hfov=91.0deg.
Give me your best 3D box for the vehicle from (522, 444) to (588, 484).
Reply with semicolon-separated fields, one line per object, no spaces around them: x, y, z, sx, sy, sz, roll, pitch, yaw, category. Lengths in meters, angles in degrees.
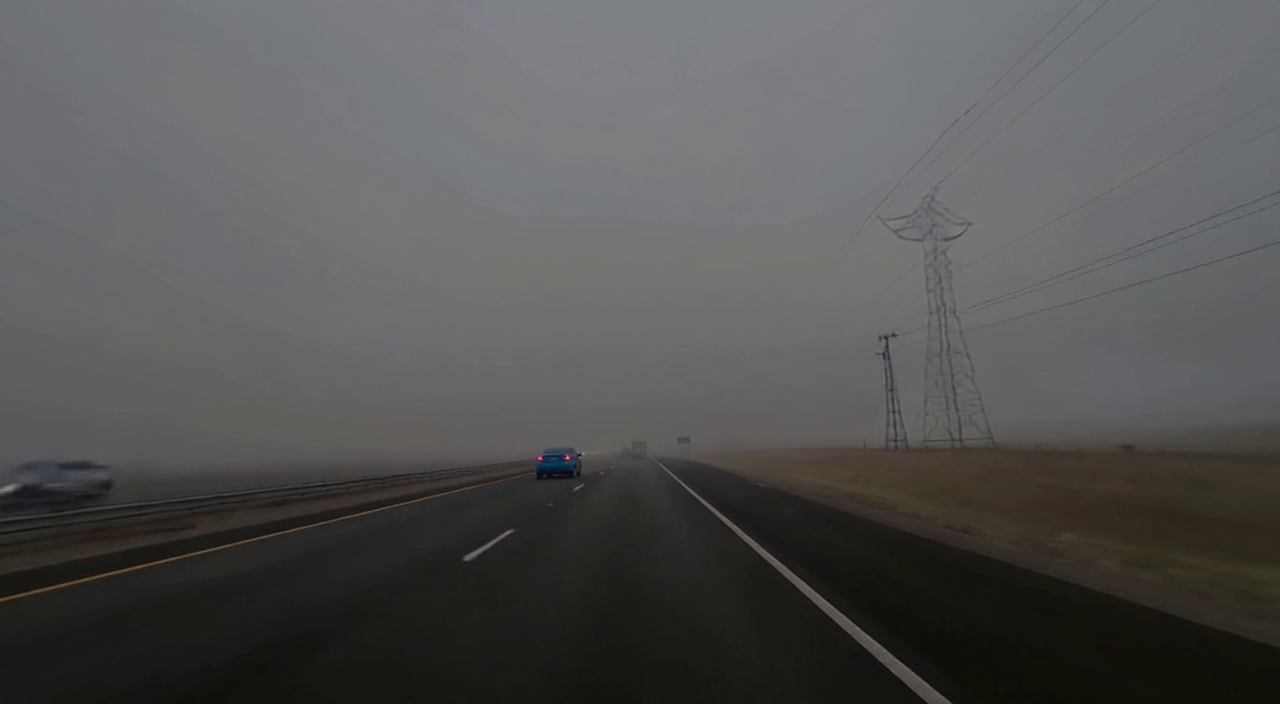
-3.497;4.720;26.857;2.106;1.543;4.465;0;-9;1;vehicle
